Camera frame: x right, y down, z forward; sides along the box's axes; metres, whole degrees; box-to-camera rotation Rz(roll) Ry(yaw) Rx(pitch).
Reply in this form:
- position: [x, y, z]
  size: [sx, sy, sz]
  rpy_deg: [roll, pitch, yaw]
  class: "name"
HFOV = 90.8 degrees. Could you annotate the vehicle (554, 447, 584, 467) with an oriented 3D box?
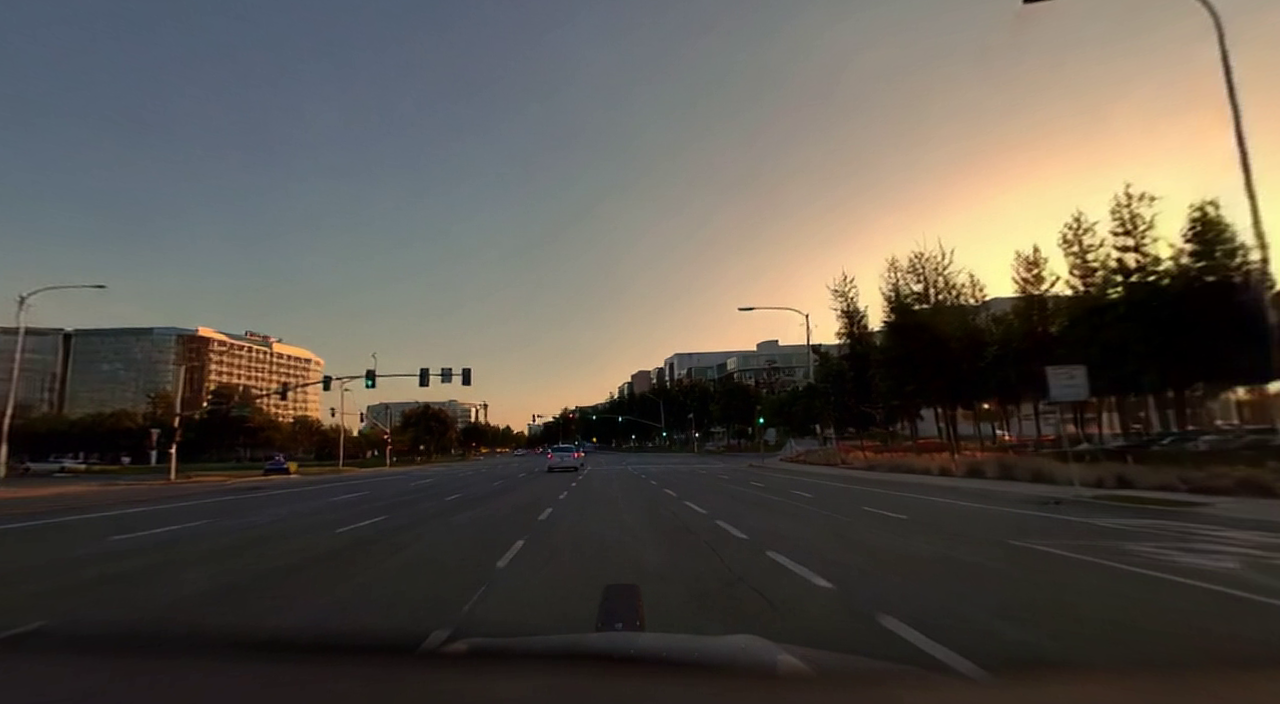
- position: [-5.535, 8.208, 49.656]
  size: [2.073, 1.445, 4.151]
  rpy_deg: [0, -8, -2]
  class: "vehicle"
